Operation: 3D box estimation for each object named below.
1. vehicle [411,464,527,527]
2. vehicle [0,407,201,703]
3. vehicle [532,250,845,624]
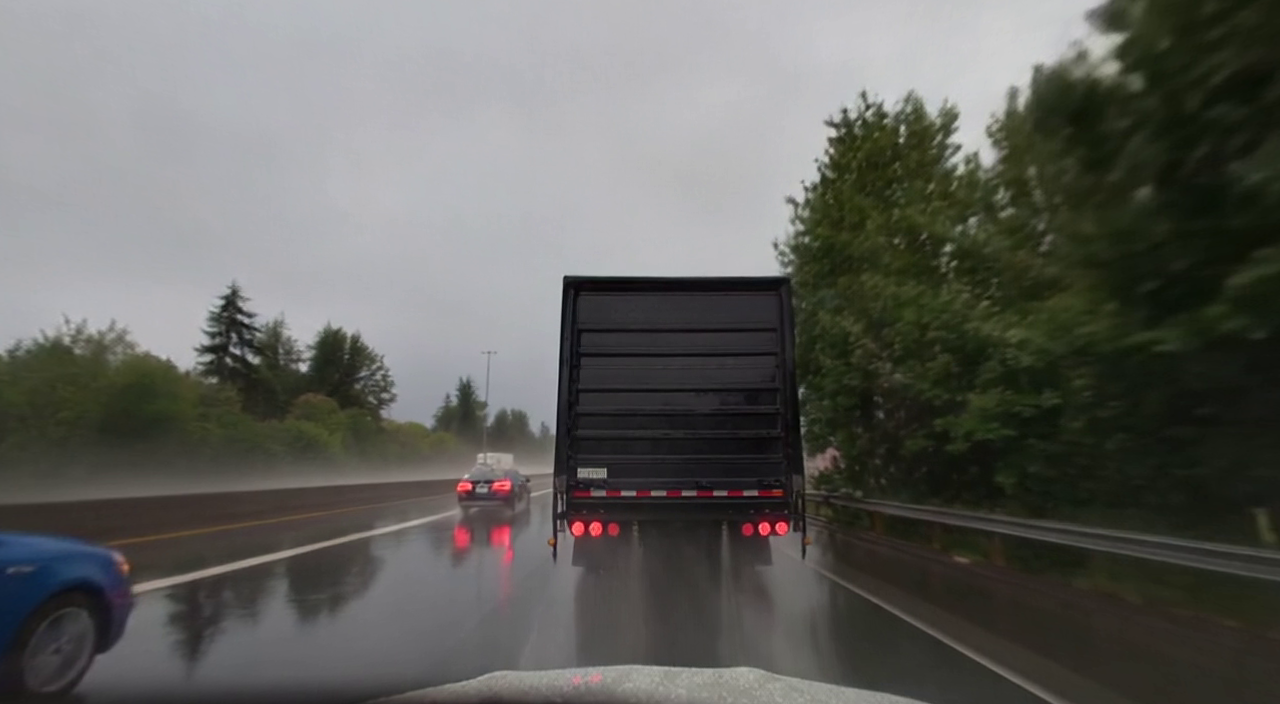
[{"bbox_3d":[-4.507,3.864,17.361,1.891,1.469,4.431,1,-11,0],"label":"vehicle"},{"bbox_3d":[-3.965,0.813,1.668,1.983,1.575,4.973,1,-11,0],"label":"vehicle"},{"bbox_3d":[0.596,1.506,10.299,2.831,3.529,8.689,0,-11,2],"label":"vehicle"}]
